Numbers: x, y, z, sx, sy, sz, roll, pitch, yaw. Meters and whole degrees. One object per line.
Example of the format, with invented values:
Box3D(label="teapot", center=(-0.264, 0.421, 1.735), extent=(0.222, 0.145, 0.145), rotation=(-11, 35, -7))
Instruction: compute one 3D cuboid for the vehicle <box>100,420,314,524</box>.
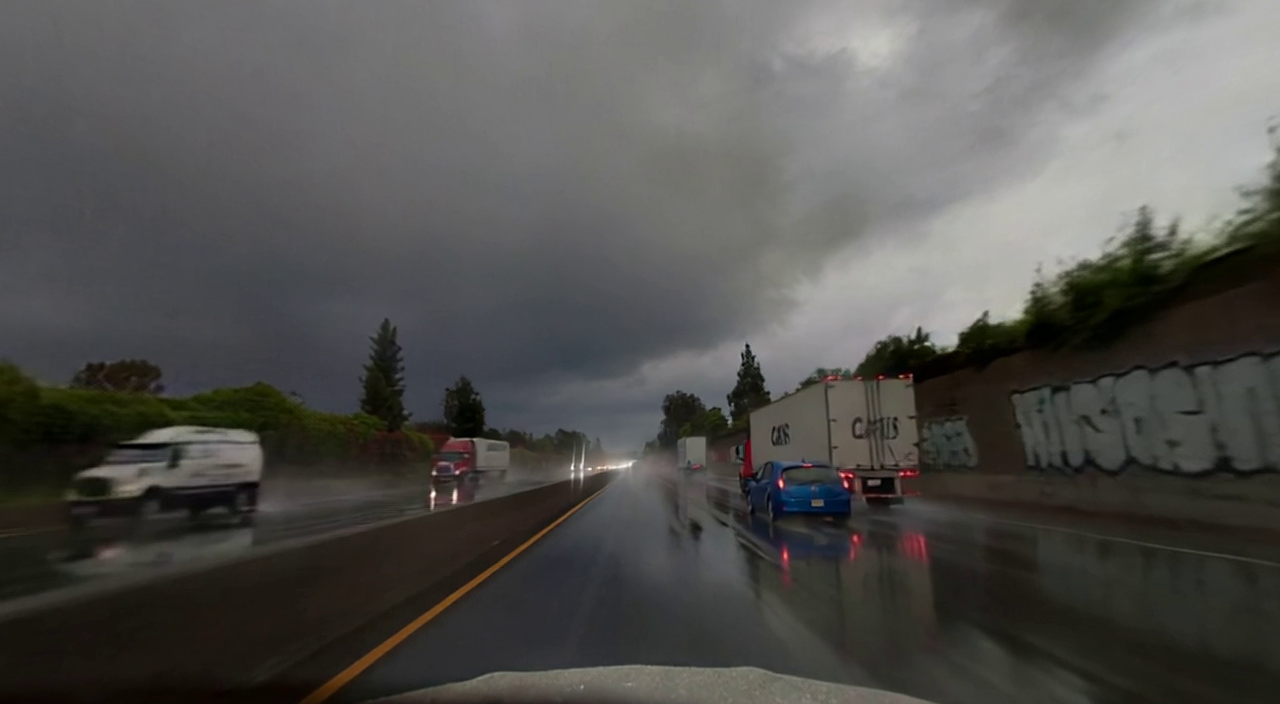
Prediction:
Box3D(label="vehicle", center=(-16.250, 4.621, 24.576), extent=(2.940, 3.381, 7.262), rotation=(0, -10, 1))

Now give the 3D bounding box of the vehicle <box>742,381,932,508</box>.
Box3D(label="vehicle", center=(7.627, 4.458, 28.587), extent=(3.298, 4.017, 16.824), rotation=(1, -10, 0))

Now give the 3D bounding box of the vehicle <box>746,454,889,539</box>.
Box3D(label="vehicle", center=(3.676, 3.089, 13.802), extent=(2.011, 1.574, 3.512), rotation=(0, -11, -1))
